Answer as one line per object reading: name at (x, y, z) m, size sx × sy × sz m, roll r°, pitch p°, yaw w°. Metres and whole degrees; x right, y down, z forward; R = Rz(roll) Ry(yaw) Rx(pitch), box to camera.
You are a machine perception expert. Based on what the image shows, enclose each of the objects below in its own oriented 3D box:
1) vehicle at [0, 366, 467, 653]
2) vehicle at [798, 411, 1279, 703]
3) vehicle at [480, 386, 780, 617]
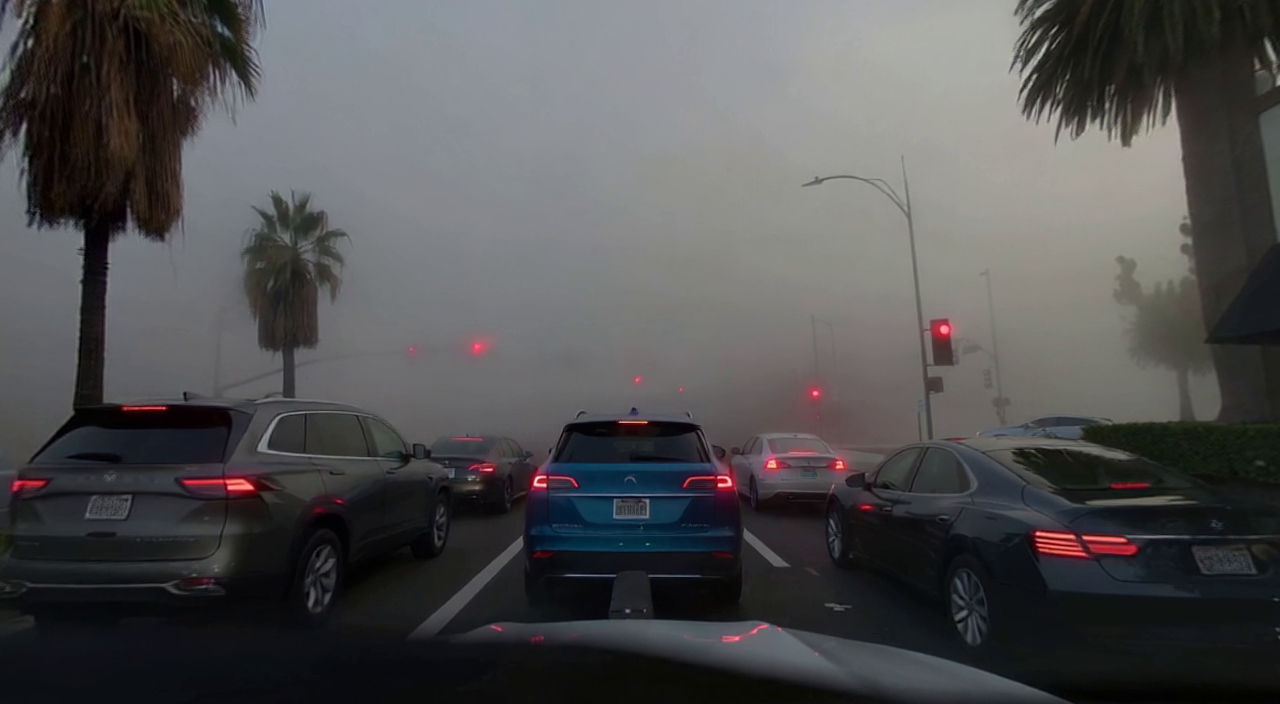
vehicle at (-3.355, 1.283, 6.129) m, size 2.014 × 1.755 × 4.360 m, roll 0°, pitch -8°, yaw 1°
vehicle at (2.960, 1.369, 5.263) m, size 2.017 × 1.491 × 4.611 m, roll 0°, pitch -8°, yaw -1°
vehicle at (-0.134, 1.458, 7.065) m, size 2.280 × 1.747 × 4.361 m, roll 0°, pitch -8°, yaw -2°
